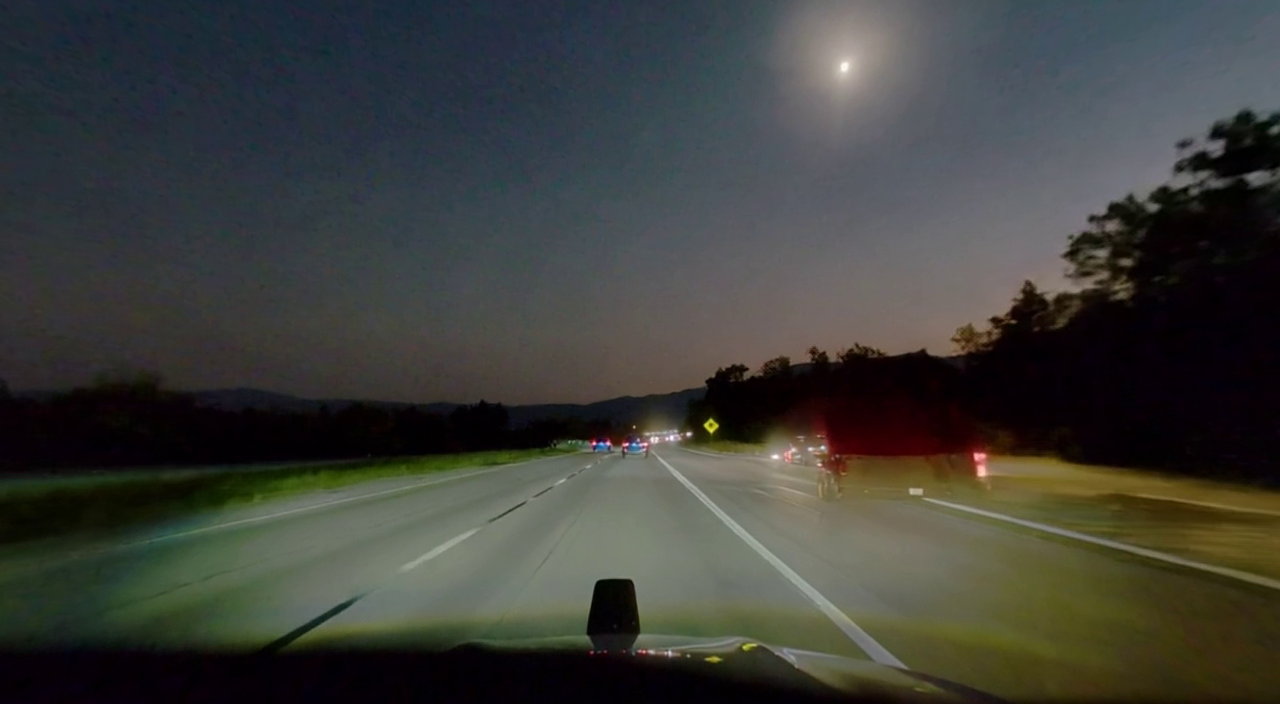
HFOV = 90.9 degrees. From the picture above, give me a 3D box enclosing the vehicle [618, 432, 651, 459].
[{"bbox_3d":[-0.398,6.047,40.853,2.041,1.618,3.898,0,-8,-1],"label":"vehicle"}]
